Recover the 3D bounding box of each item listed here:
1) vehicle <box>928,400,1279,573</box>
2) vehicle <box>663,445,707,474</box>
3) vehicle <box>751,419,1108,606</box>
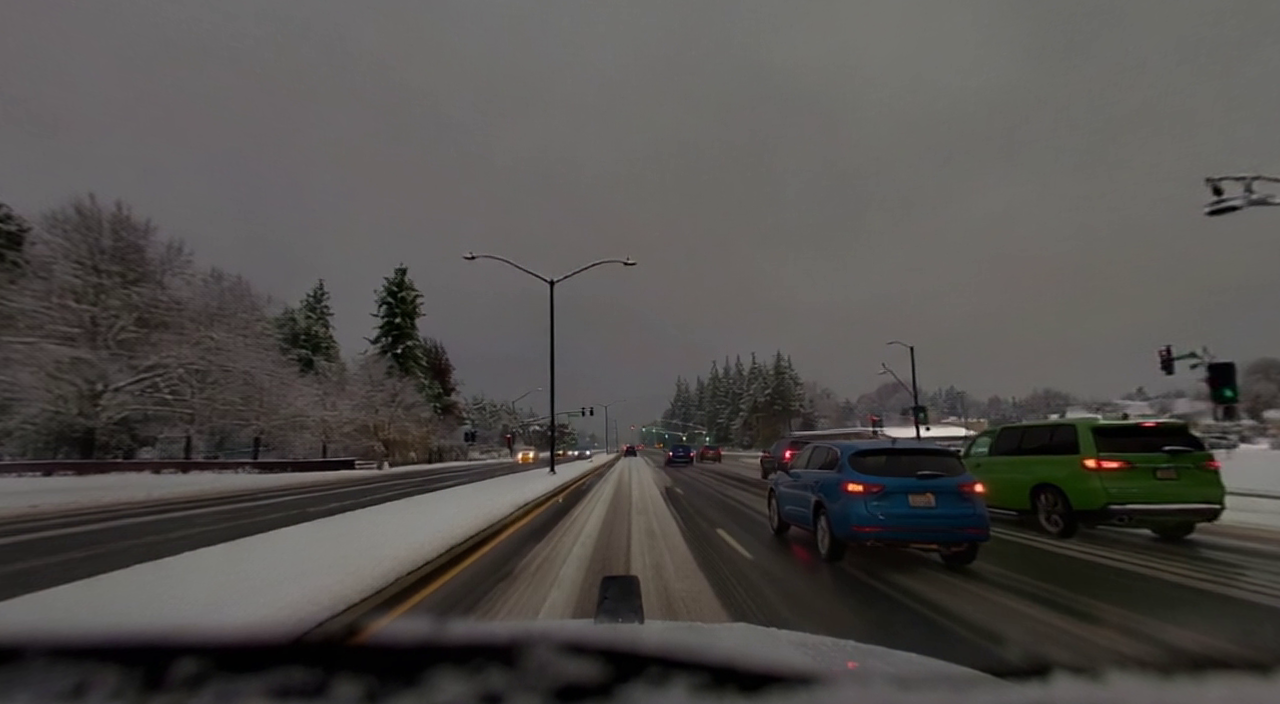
[{"bbox_3d":[6.351,1.757,9.010,2.153,1.811,4.595,0,-8,-1],"label":"vehicle"},{"bbox_3d":[2.409,5.839,34.476,1.980,1.484,4.093,0,-8,-2],"label":"vehicle"},{"bbox_3d":[2.875,1.715,7.827,1.932,1.547,4.992,0,-8,-2],"label":"vehicle"}]
